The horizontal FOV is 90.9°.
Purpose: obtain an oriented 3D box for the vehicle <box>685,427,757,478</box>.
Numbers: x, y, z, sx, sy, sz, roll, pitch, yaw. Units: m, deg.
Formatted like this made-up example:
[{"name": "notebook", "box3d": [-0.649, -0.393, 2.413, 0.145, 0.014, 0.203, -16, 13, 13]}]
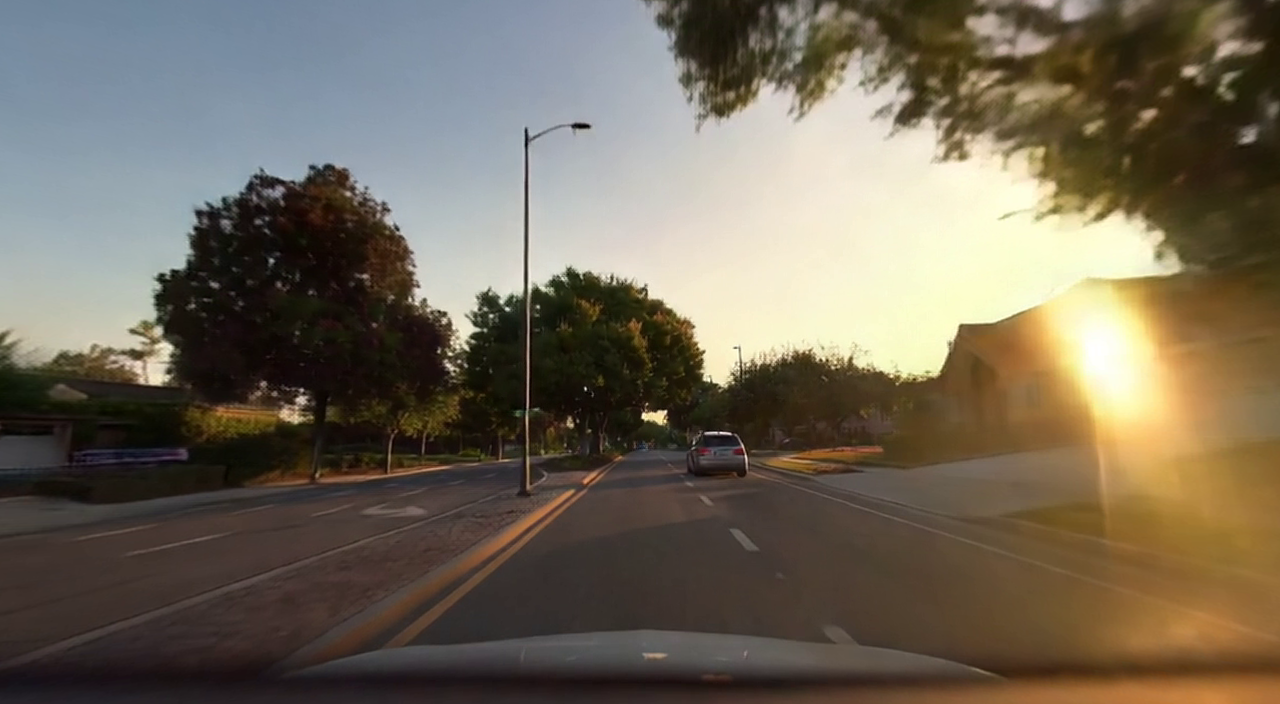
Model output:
[{"name": "vehicle", "box3d": [3.024, 3.896, 24.578, 2.180, 1.773, 4.639, 0, -8, 0]}]
